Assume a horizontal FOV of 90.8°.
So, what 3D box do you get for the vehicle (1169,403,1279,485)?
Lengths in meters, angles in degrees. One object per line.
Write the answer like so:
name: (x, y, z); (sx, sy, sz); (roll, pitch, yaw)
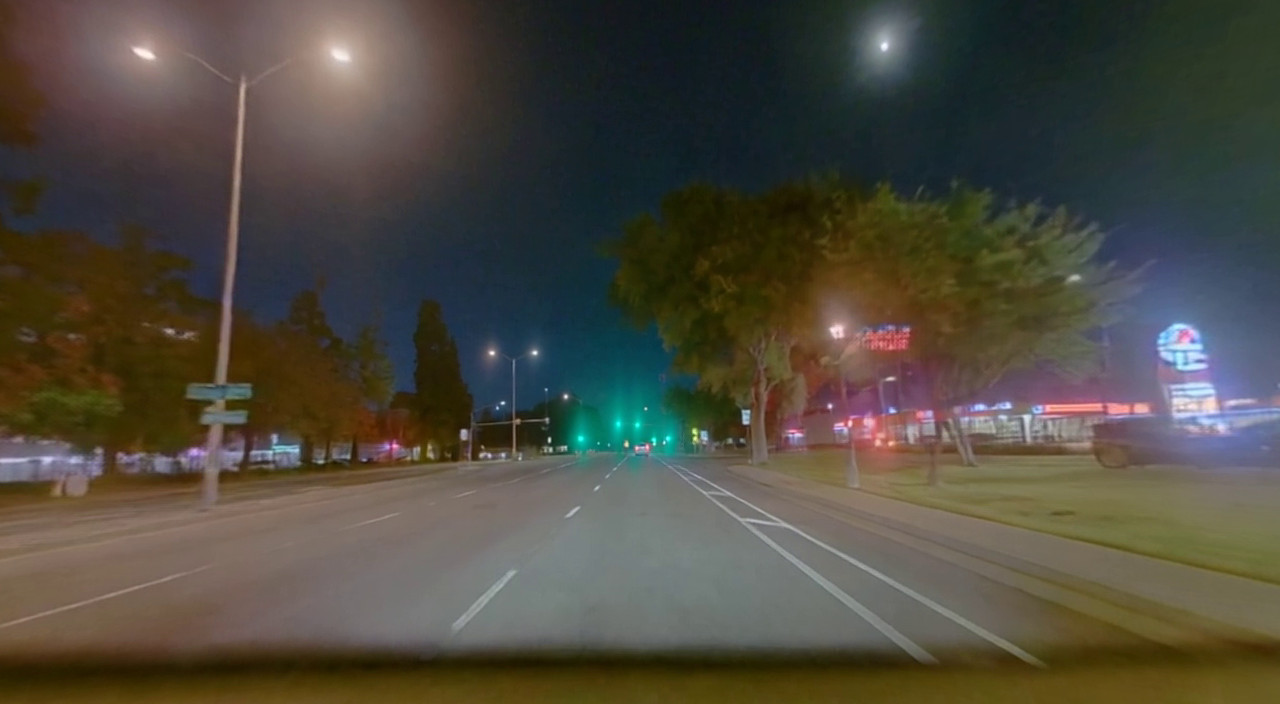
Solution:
vehicle: (13.793, 1.866, 12.911); (4.310, 1.488, 2.003); (1, -9, -6)
